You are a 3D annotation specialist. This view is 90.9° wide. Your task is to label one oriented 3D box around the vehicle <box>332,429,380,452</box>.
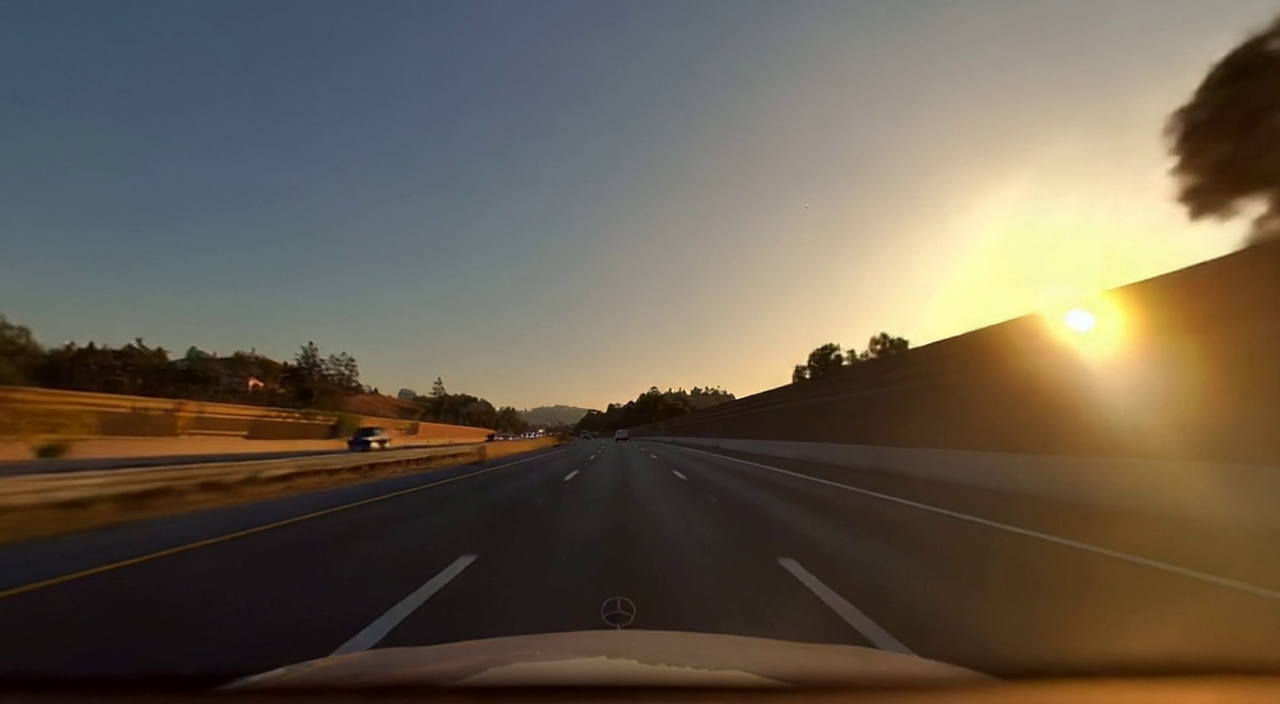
[{"bbox_3d":[-22.068,6.865,49.175,1.898,1.708,4.298,1,-8,-3],"label":"vehicle"}]
